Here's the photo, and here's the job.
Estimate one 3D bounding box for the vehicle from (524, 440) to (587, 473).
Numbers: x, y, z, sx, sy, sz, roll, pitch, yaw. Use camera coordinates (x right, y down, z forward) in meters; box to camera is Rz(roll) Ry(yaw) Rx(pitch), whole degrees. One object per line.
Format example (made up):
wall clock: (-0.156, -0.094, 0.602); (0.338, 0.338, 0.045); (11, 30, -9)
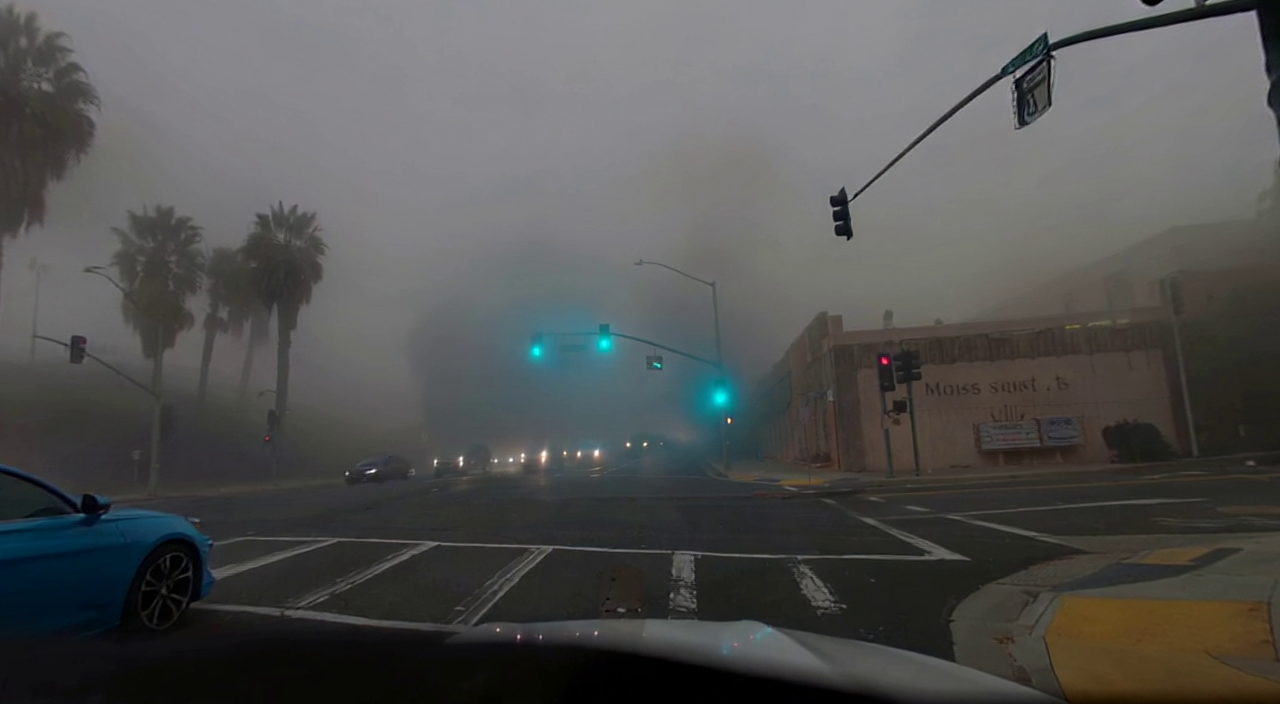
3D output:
vehicle: (-4.690, 5.942, 36.012); (2.092, 1.709, 4.775); (-2, -9, 11)

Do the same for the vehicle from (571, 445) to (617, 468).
vehicle: (-3.137, 7.234, 43.973); (1.839, 1.468, 4.549); (-2, -9, 14)

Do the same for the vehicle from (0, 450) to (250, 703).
vehicle: (-3.688, 1.025, 2.261); (1.850, 1.325, 4.295); (0, -9, 0)

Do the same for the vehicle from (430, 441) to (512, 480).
vehicle: (-8.788, 5.683, 33.392); (2.152, 1.825, 5.406); (-1, -9, 8)

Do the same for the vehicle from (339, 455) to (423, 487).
vehicle: (-12.843, 5.912, 31.645); (1.880, 1.440, 4.418); (-1, -9, 7)
